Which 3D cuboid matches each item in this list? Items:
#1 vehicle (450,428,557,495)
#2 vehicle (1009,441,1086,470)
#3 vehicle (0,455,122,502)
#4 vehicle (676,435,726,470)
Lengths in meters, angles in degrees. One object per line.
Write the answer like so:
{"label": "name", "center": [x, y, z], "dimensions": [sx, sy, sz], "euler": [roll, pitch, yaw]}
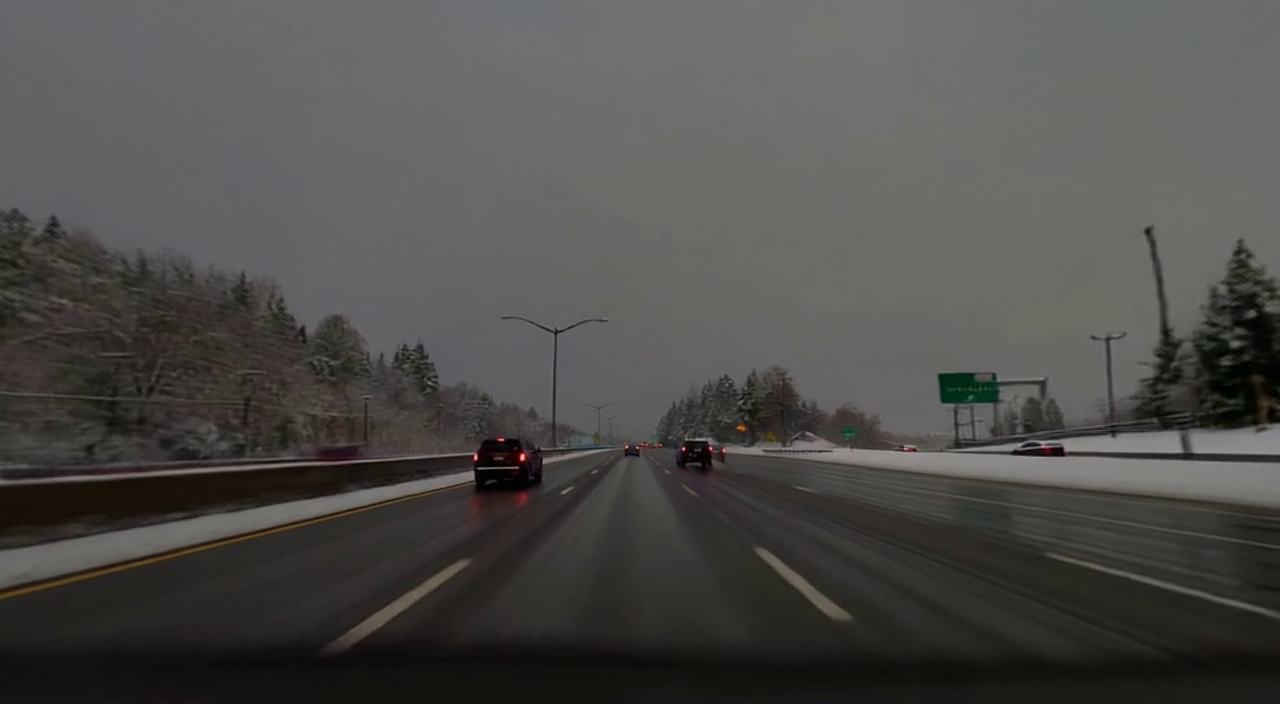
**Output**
{"label": "vehicle", "center": [-3.775, 3.131, 18.430], "dimensions": [2.099, 1.682, 4.590], "euler": [0, -8, 0]}
{"label": "vehicle", "center": [26.825, 6.800, 41.834], "dimensions": [2.070, 1.782, 5.006], "euler": [-1, -8, 5]}
{"label": "vehicle", "center": [-19.743, 4.233, 21.379], "dimensions": [1.515, 1.385, 3.342], "euler": [0, -8, 0]}
{"label": "vehicle", "center": [2.969, 5.033, 31.743], "dimensions": [1.997, 1.638, 4.281], "euler": [0, -8, -1]}
